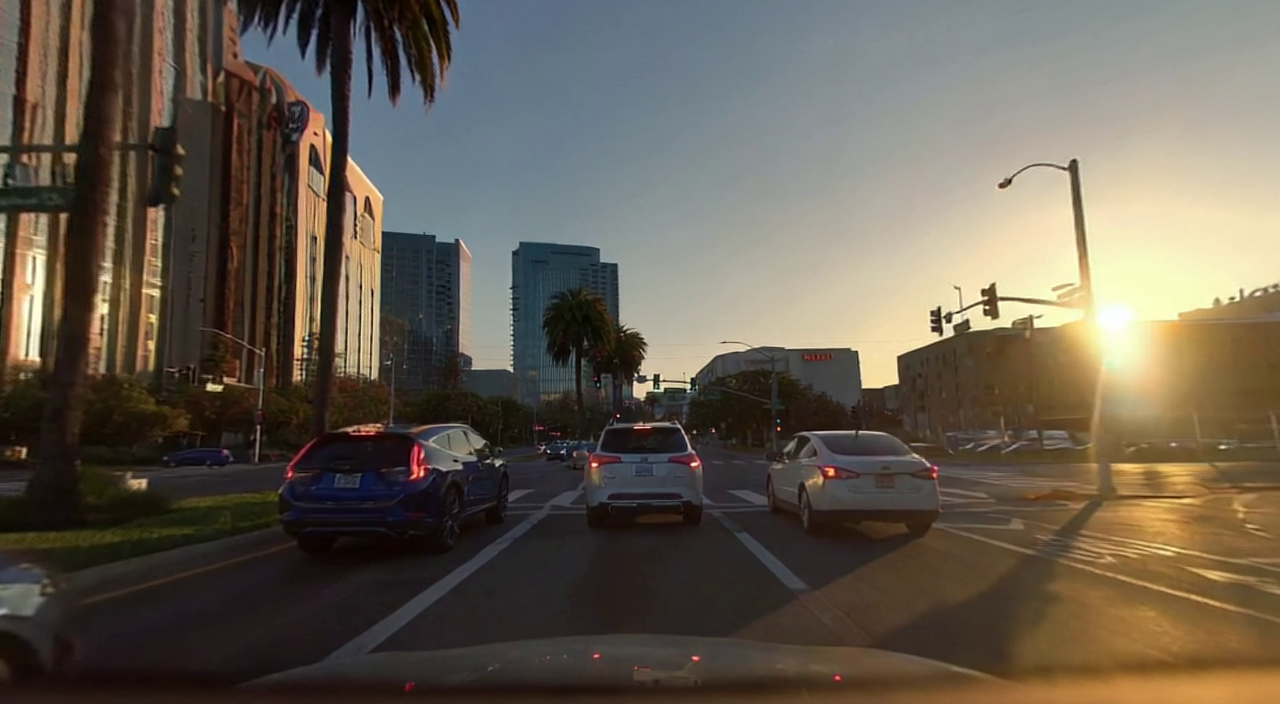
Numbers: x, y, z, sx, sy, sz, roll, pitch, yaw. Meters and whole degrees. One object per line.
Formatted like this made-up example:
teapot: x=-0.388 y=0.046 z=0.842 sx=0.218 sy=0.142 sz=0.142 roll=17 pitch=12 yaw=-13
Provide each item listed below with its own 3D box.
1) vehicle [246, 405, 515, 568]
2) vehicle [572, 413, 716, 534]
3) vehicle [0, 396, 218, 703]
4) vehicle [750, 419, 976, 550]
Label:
vehicle: x=-3.163 y=1.730 z=8.790 sx=1.938 sy=1.713 sz=4.048 roll=0 pitch=-9 yaw=1
vehicle: x=0.058 y=2.065 z=11.271 sx=2.060 sy=1.730 sz=4.257 roll=0 pitch=-9 yaw=0
vehicle: x=-3.199 y=0.716 z=0.933 sx=1.962 sy=1.480 sz=4.605 roll=0 pitch=-9 yaw=0
vehicle: x=3.059 y=1.904 z=9.689 sx=1.936 sy=1.567 sz=3.896 roll=0 pitch=-9 yaw=-2
